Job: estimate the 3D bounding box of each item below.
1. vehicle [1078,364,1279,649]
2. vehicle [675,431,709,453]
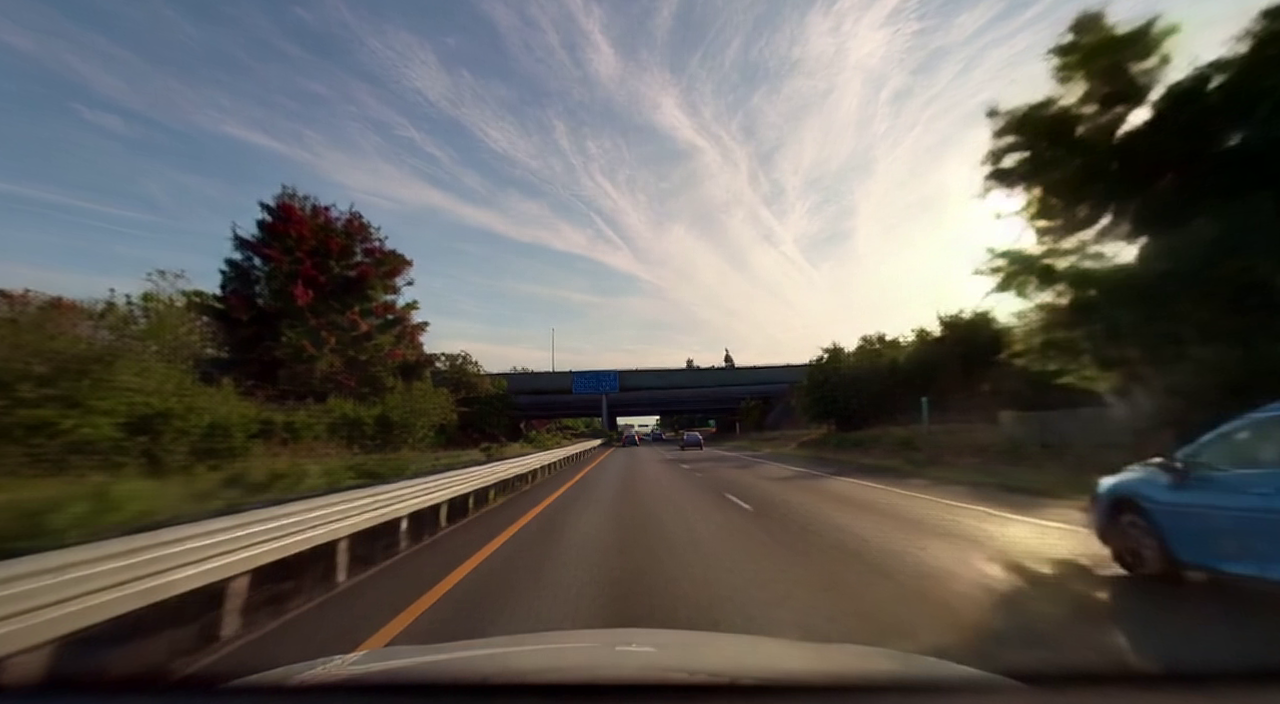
[{"bbox_3d":[4.790,0.843,3.227,2.073,1.651,4.065,0,-8,-1],"label":"vehicle"},{"bbox_3d":[3.821,6.681,46.994,2.010,1.526,4.438,0,-8,-3],"label":"vehicle"}]
